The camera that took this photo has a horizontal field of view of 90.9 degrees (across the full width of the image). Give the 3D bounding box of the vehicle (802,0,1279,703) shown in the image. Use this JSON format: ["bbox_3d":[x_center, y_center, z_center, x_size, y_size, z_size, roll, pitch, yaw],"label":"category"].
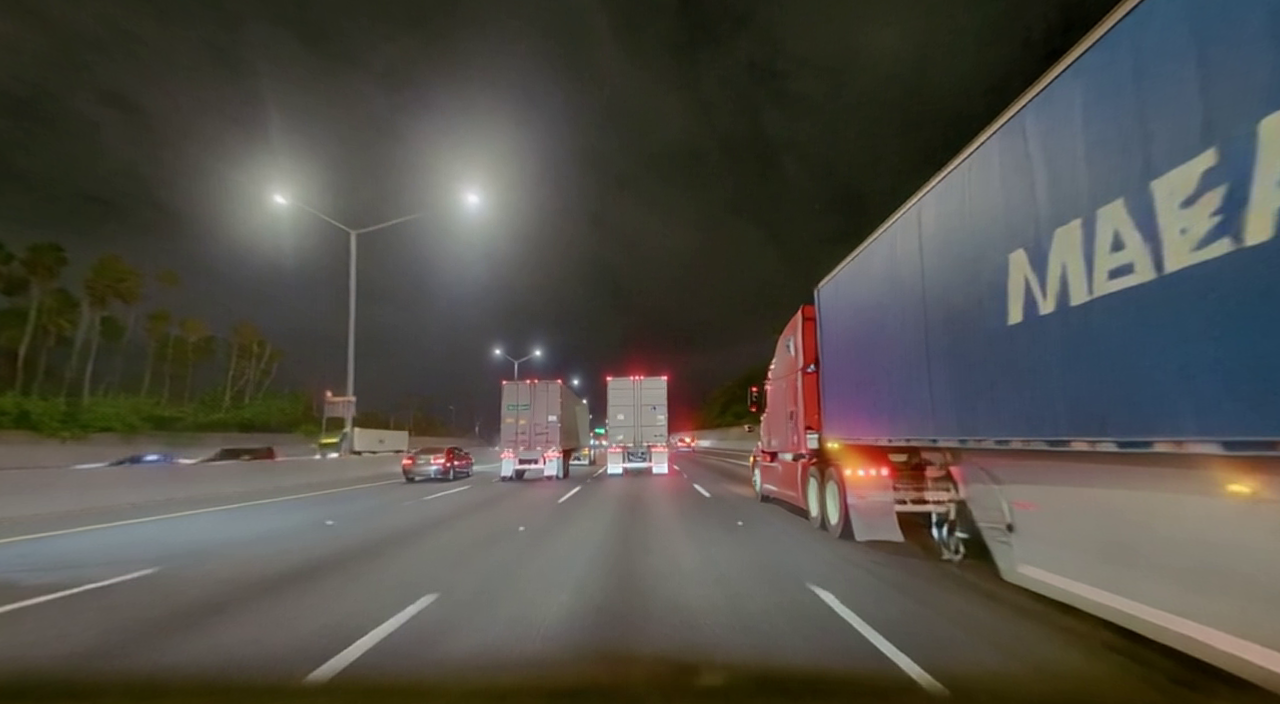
[{"bbox_3d":[4.322,-0.092,4.135,2.887,4.178,14.553,0,-8,1],"label":"vehicle"}]

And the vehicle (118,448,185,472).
[{"bbox_3d":[-31.712,7.003,41.043,1.569,1.389,3.433,0,-8,1],"label":"vehicle"}]

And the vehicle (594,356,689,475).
[{"bbox_3d":[0.092,3.470,29.790,3.097,3.856,18.209,-1,-9,0],"label":"vehicle"}]

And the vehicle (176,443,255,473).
[{"bbox_3d":[-20.213,5.047,30.177,1.435,1.333,3.228,0,-8,1],"label":"vehicle"}]

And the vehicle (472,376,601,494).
[{"bbox_3d":[-3.216,3.083,23.083,2.786,3.228,11.082,0,-8,0],"label":"vehicle"}]

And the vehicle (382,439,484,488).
[{"bbox_3d":[-6.844,3.719,21.429,1.916,1.465,4.451,0,-8,1],"label":"vehicle"}]
